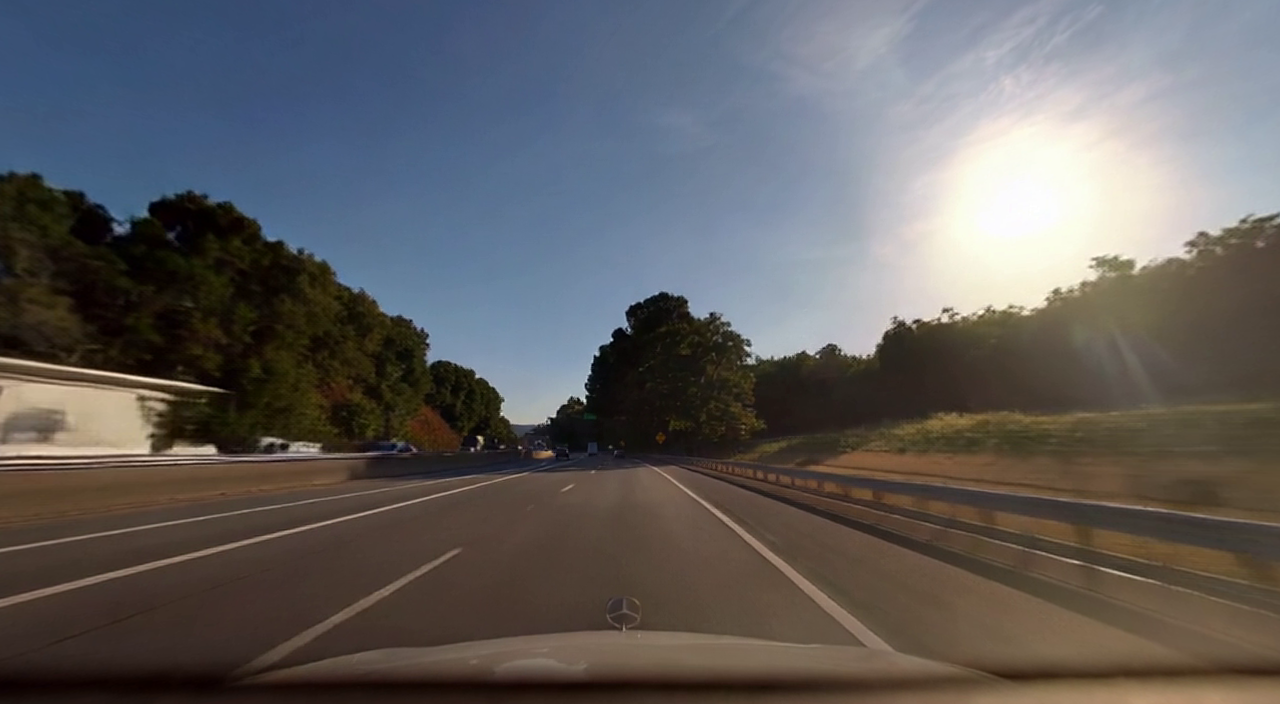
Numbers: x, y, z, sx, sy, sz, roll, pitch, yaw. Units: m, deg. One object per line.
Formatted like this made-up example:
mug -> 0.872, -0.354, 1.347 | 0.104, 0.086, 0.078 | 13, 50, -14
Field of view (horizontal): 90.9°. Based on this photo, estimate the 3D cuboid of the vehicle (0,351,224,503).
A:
vehicle -> -19.053, 2.315, 19.076 | 2.936, 4.098, 14.293 | 2, -9, 1

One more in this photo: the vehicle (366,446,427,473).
vehicle -> -14.314, 6.328, 37.333 | 1.846, 1.517, 4.301 | 0, -9, 0

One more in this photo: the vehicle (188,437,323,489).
vehicle -> -14.162, 4.109, 23.609 | 2.037, 1.711, 4.611 | 0, -9, 1
